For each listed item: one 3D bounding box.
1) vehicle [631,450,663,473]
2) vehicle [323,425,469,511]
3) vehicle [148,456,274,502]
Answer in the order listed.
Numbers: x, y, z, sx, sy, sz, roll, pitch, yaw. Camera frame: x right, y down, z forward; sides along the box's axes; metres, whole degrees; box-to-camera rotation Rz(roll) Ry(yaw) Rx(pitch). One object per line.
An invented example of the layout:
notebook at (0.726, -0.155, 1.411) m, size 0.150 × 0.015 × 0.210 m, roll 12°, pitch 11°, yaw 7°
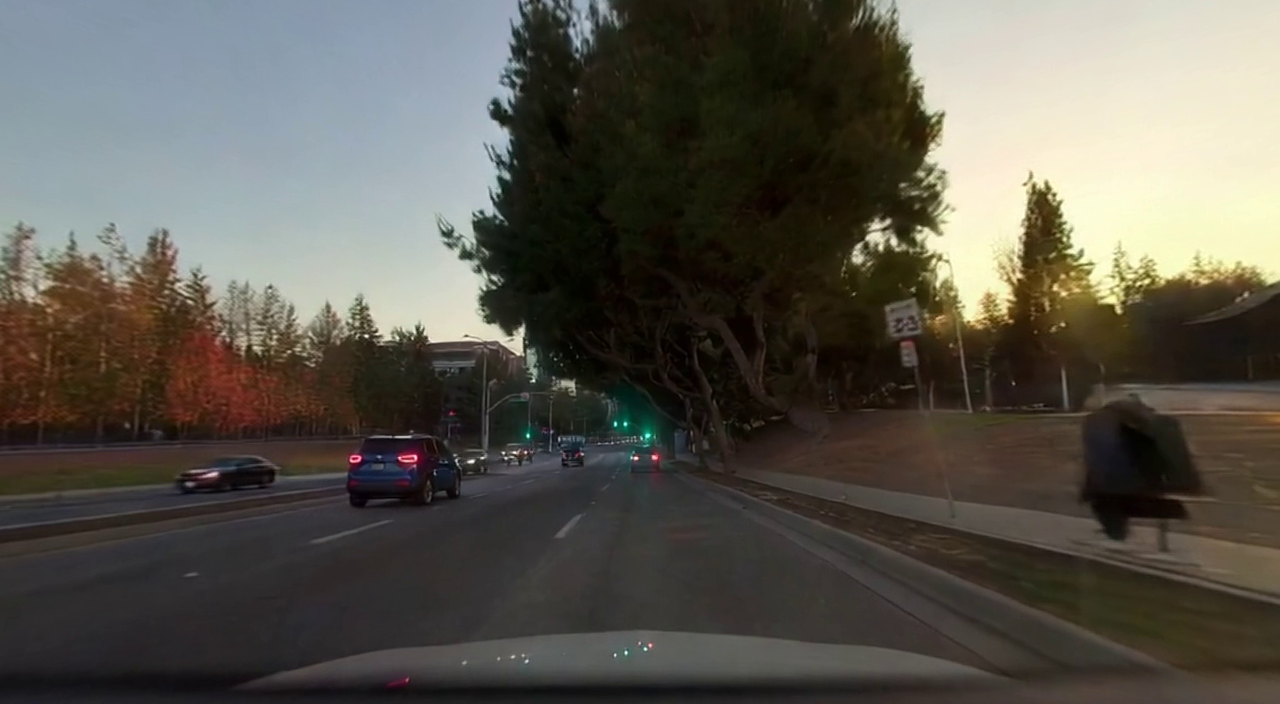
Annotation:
vehicle at (0.413, 7.548, 43.545) m, size 2.091 × 1.494 × 3.962 m, roll 0°, pitch -9°, yaw -1°
vehicle at (-6.070, 2.924, 16.310) m, size 2.027 × 1.908 × 4.273 m, roll 0°, pitch -9°, yaw 0°
vehicle at (-16.059, 4.731, 23.846) m, size 1.914 × 1.508 × 4.004 m, roll 0°, pitch -9°, yaw 0°
